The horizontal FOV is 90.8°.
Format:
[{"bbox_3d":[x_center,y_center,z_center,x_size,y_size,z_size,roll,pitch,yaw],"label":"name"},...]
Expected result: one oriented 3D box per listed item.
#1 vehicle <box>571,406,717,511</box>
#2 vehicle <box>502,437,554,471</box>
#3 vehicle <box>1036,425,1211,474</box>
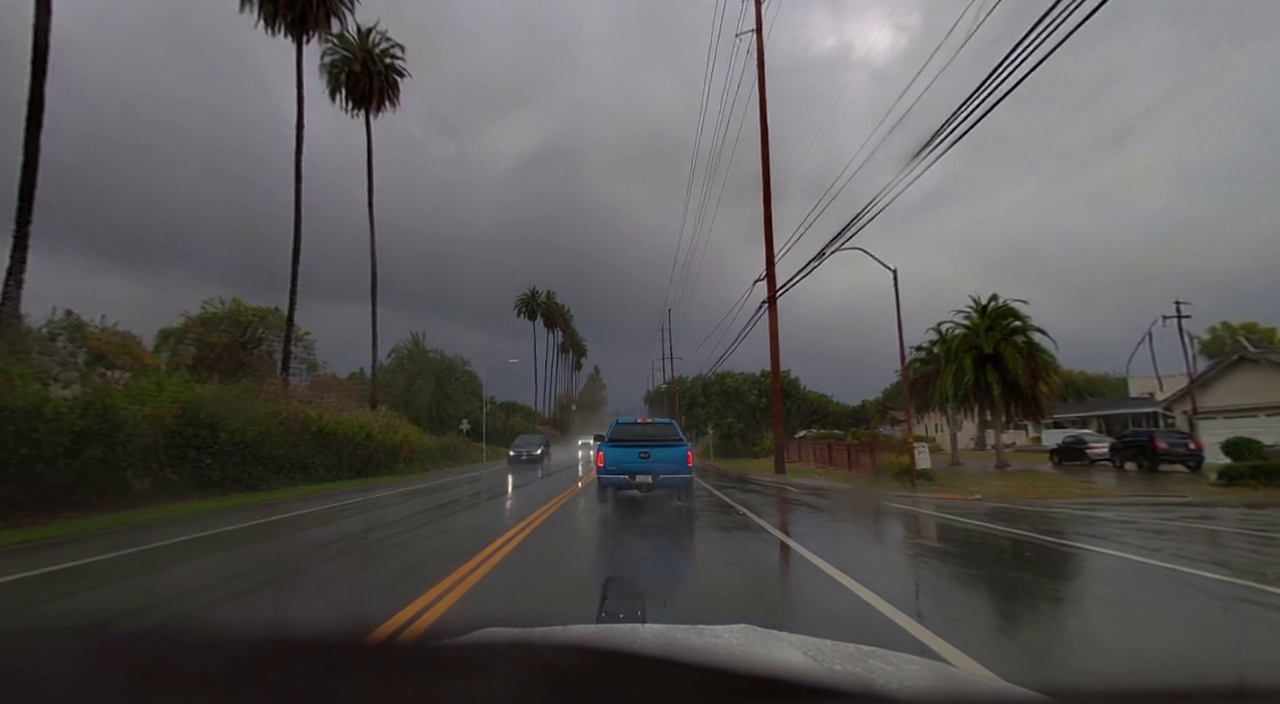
[{"bbox_3d":[0.008,2.518,15.419,2.848,2.047,5.885,0,-8,-1],"label":"vehicle"},{"bbox_3d":[-5.897,5.426,33.825,2.140,1.706,4.229,0,-8,-2],"label":"vehicle"},{"bbox_3d":[20.323,4.163,27.106,2.277,1.836,6.267,0,-9,-4],"label":"vehicle"}]
